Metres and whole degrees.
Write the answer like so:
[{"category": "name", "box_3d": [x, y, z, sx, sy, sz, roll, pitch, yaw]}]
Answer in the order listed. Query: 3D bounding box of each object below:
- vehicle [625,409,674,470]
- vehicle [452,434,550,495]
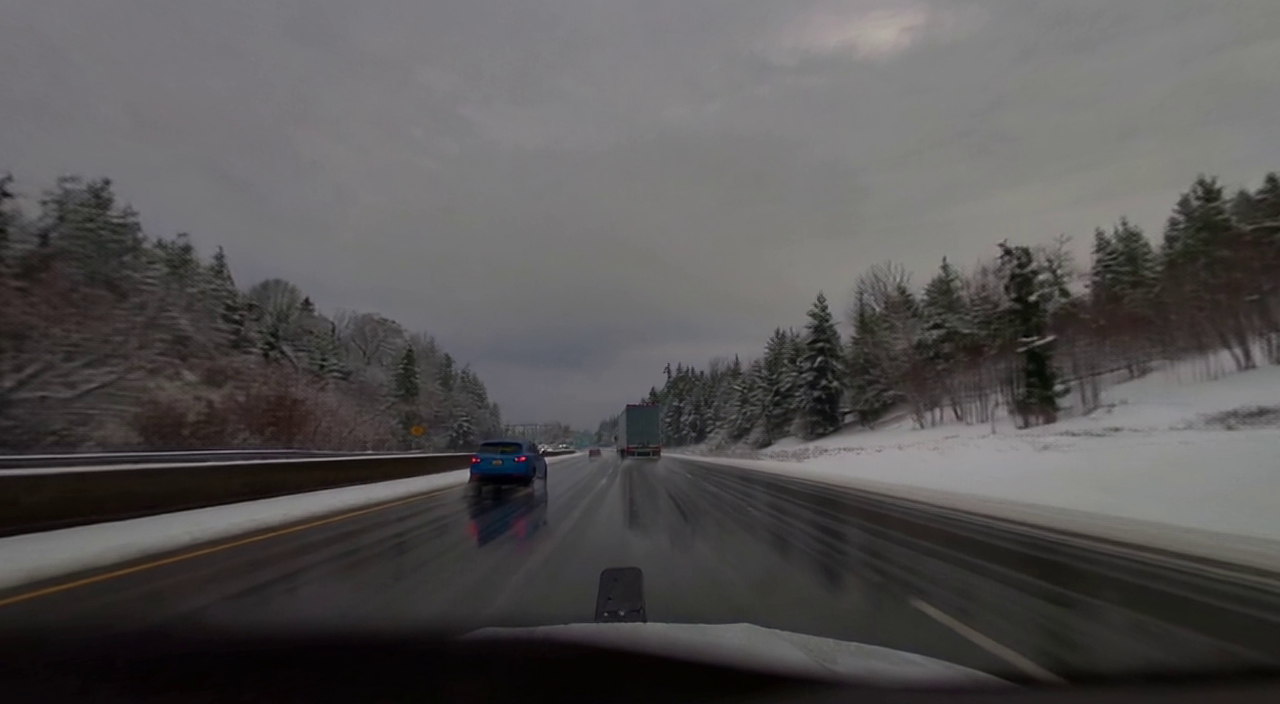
[{"category": "vehicle", "box_3d": [0.470, 5.937, 42.441, 2.893, 3.628, 9.081, 0, -9, -2]}, {"category": "vehicle", "box_3d": [-3.962, 3.279, 18.680, 1.977, 1.602, 3.944, 0, -9, 1]}]
